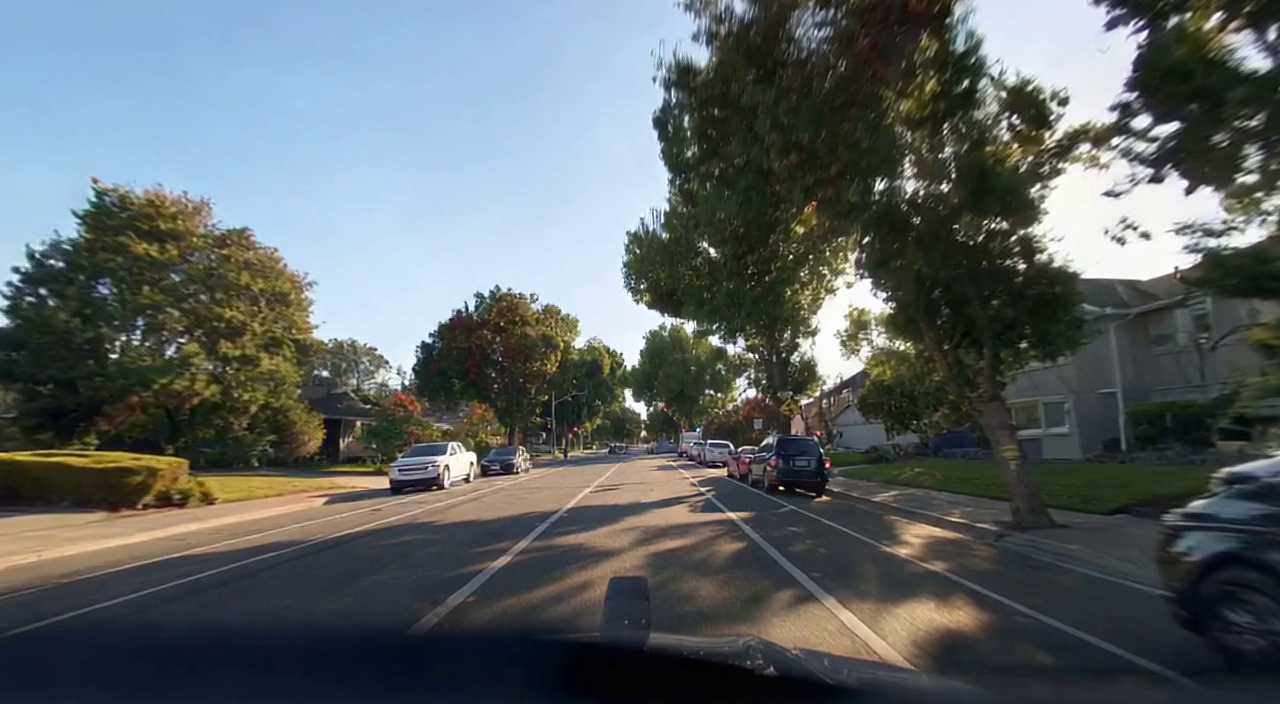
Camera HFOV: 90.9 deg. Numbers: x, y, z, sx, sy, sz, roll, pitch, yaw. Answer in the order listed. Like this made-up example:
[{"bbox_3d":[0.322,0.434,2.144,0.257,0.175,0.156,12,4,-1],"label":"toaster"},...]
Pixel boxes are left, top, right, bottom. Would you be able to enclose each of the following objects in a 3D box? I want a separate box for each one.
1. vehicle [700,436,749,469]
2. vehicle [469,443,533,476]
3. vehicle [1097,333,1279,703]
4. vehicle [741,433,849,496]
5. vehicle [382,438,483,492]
[{"bbox_3d":[5.013,6.066,38.253,2.279,1.829,4.859,0,-8,0],"label":"vehicle"},{"bbox_3d":[-6.856,5.327,31.549,2.041,1.489,4.439,-1,-8,2],"label":"vehicle"},{"bbox_3d":[4.549,0.702,1.879,2.355,2.013,5.291,0,-8,0],"label":"vehicle"},{"bbox_3d":[4.666,3.476,19.878,2.118,1.701,5.067,0,-8,0],"label":"vehicle"},{"bbox_3d":[-7.258,3.956,22.537,1.985,1.714,4.395,-1,-8,2],"label":"vehicle"}]
